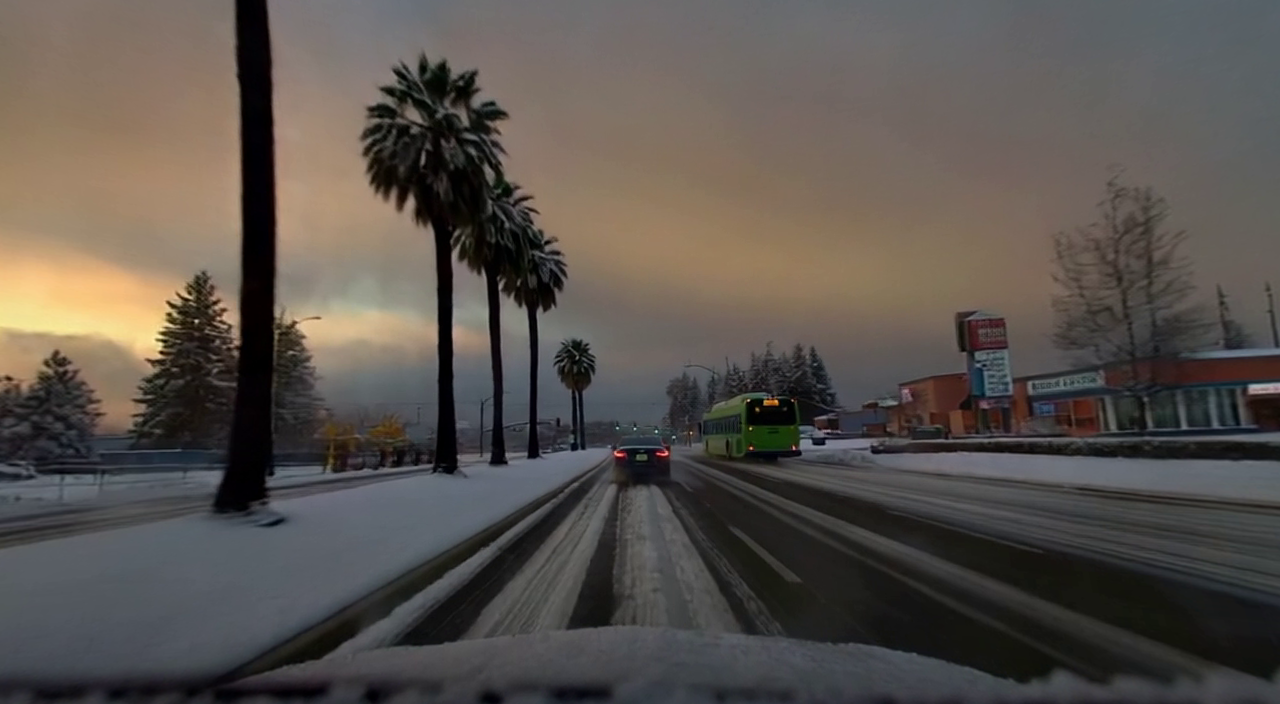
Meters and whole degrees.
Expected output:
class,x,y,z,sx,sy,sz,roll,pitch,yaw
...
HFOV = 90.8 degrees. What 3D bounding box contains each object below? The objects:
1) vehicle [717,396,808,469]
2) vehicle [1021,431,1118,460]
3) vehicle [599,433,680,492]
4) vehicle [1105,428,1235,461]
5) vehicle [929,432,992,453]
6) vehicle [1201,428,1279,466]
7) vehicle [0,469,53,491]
class,x,y,z,sx,sy,sz,roll,pitch,yaw
vehicle,6.251,4.432,33.930,2.795,3.383,9.287,0,-9,-1
vehicle,25.348,5.536,37.389,4.260,1.455,1.767,-3,-9,3
vehicle,-0.055,3.162,18.338,2.065,1.477,4.306,0,-9,-1
vehicle,25.194,4.432,30.152,4.492,1.492,1.855,0,-9,1
vehicle,24.973,7.099,49.336,3.950,1.441,1.675,-2,-8,-2
vehicle,25.601,3.792,25.331,4.319,1.444,1.888,0,-9,-1
vehicle,-43.986,8.905,43.894,1.714,1.415,4.313,-7,-11,39
